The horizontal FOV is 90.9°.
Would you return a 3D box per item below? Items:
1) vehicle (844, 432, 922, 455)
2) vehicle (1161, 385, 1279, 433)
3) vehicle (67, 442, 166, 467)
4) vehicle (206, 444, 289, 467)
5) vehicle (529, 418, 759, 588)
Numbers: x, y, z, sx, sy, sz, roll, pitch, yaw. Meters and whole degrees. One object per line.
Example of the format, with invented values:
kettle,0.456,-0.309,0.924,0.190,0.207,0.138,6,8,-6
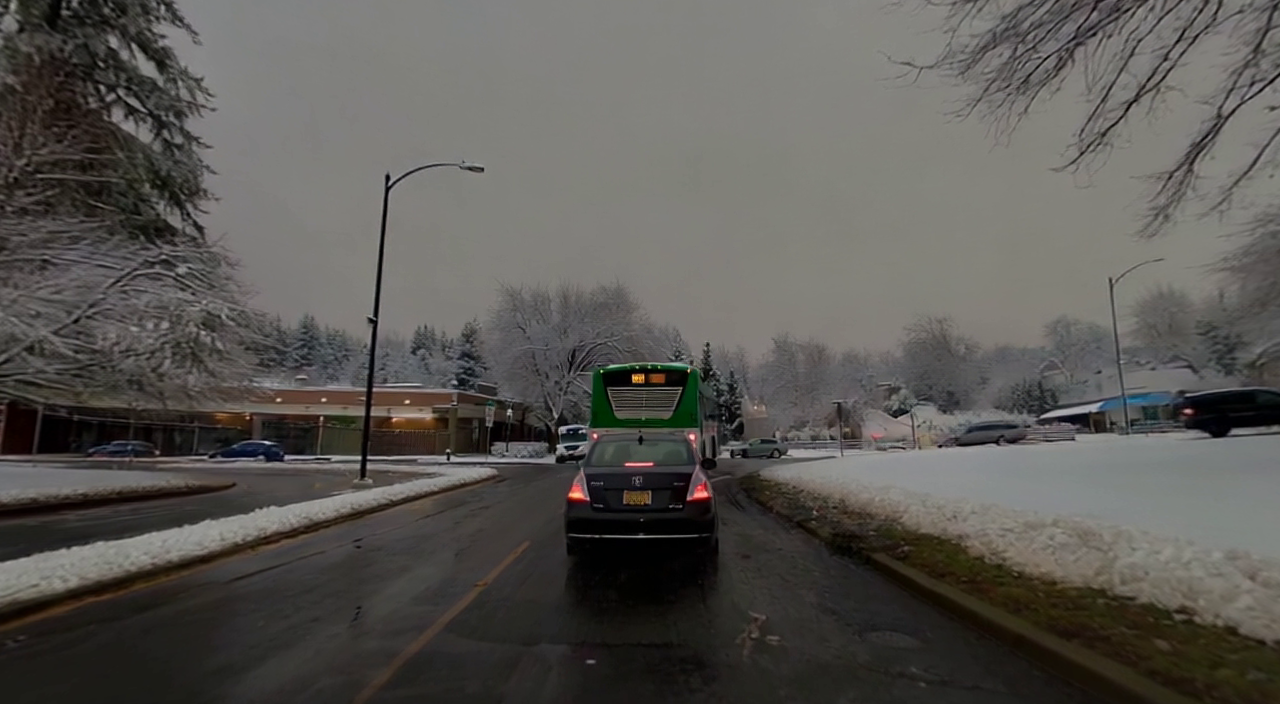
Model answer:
vehicle,15.755,5.939,40.827,4.422,1.457,1.882,-5,-10,29
vehicle,20.730,1.979,21.301,1.781,1.458,4.359,3,-9,-23
vehicle,-32.054,6.280,38.723,4.473,1.442,1.743,7,-11,-38
vehicle,-25.949,6.869,41.842,4.403,1.422,1.697,4,-9,-26
vehicle,0.060,1.624,7.581,2.020,1.478,3.922,0,-8,1
